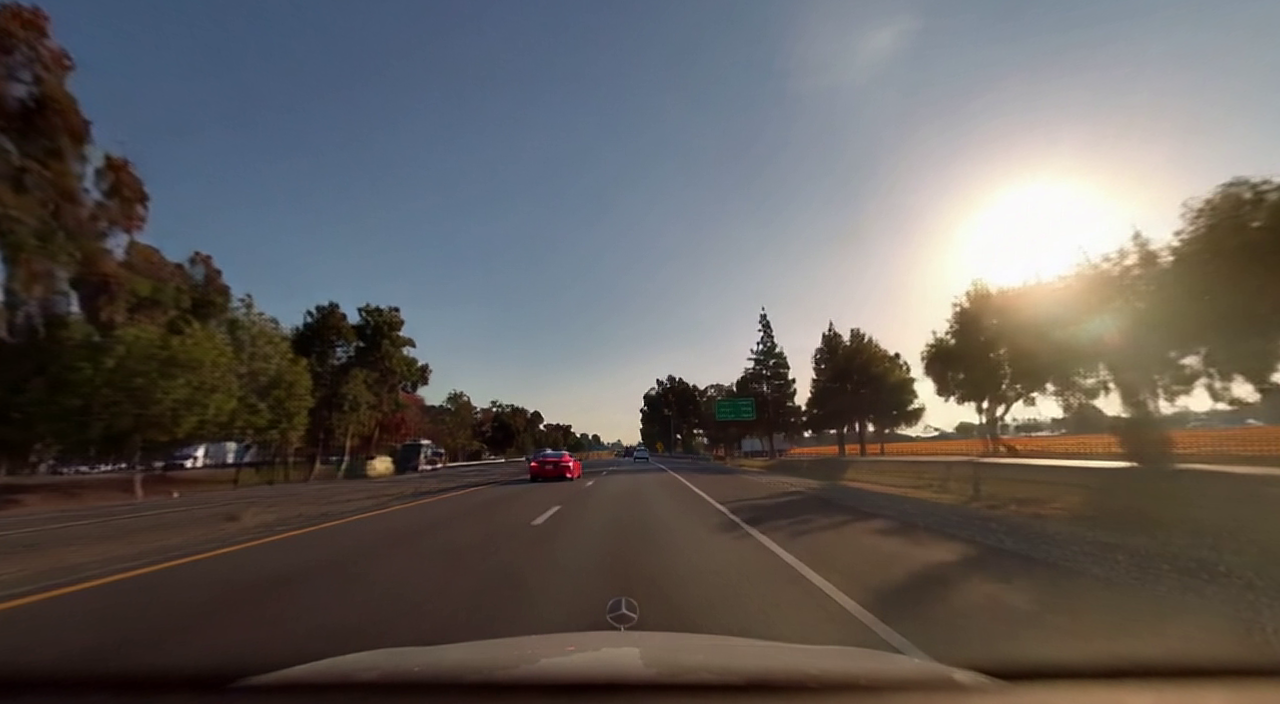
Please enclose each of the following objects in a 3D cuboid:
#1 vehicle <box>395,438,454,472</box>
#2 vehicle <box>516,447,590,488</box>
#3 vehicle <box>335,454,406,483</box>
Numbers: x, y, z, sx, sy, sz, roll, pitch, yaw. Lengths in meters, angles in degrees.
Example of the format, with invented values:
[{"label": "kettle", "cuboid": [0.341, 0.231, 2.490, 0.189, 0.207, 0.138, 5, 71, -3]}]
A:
[{"label": "vehicle", "cuboid": [-16.850, 8.091, 49.875, 2.222, 2.428, 6.706, 0, -9, 0]}, {"label": "vehicle", "cuboid": [-3.294, 4.488, 24.914, 2.170, 1.451, 4.584, 0, -9, 2]}, {"label": "vehicle", "cuboid": [-14.313, 6.198, 33.791, 1.907, 1.417, 4.284, 0, -9, 0]}]
